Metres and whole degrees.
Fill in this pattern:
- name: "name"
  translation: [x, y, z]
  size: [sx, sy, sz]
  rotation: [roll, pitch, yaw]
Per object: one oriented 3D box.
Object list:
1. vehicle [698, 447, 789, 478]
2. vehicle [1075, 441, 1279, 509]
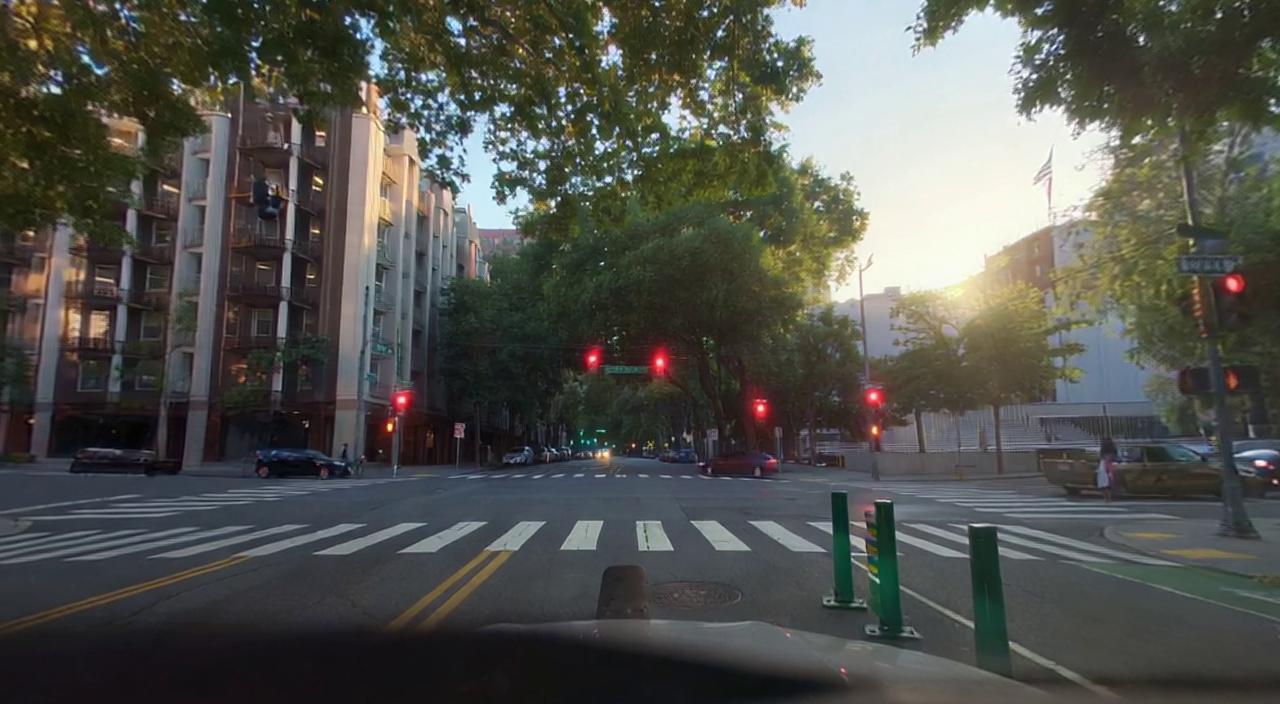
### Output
- name: "vehicle"
  translation: [5.495, 5.896, 33.768]
  size: [4.368, 1.522, 1.972]
  rotation: [-7, -11, 36]
- name: "vehicle"
  translation: [12.989, 2.790, 14.558]
  size: [4.424, 1.436, 1.804]
  rotation: [0, -8, 5]
